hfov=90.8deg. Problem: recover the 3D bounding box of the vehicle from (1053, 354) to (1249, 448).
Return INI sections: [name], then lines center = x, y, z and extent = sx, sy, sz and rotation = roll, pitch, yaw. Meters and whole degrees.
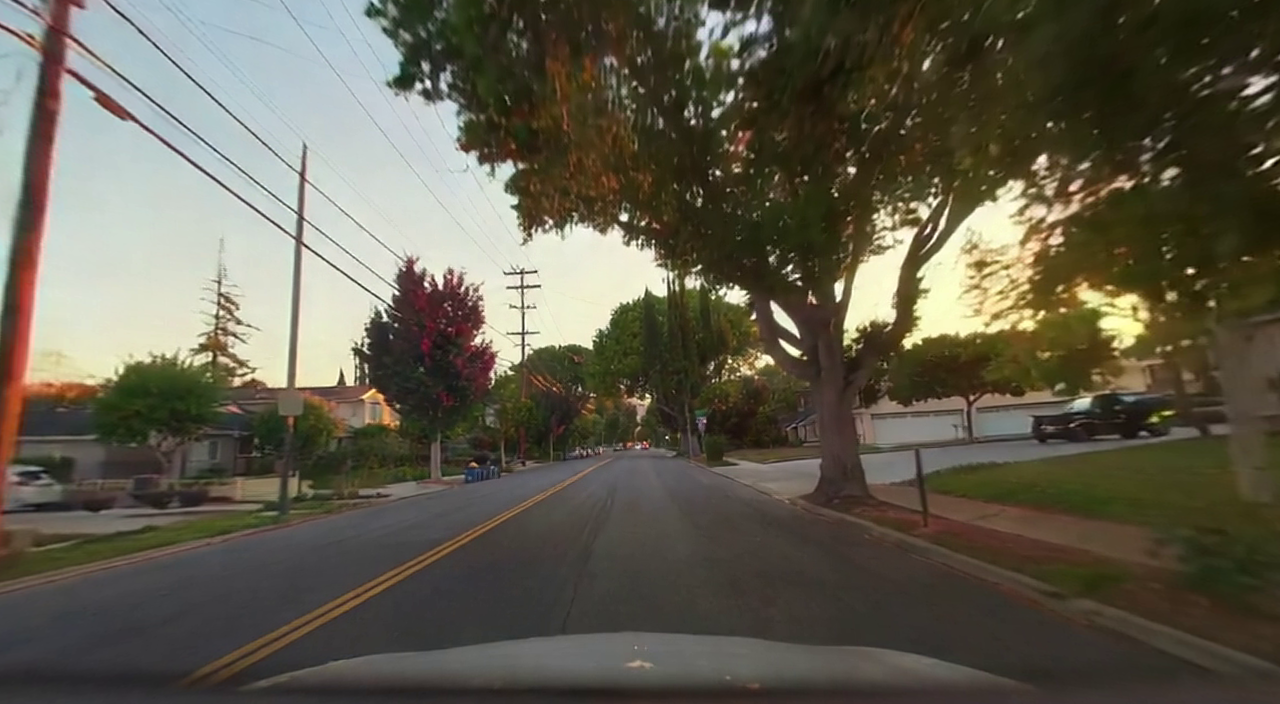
[vehicle]
center = 21.385, 2.319, 27.175
extent = 2.918, 3.393, 7.033
rotation = -3, -9, 7
